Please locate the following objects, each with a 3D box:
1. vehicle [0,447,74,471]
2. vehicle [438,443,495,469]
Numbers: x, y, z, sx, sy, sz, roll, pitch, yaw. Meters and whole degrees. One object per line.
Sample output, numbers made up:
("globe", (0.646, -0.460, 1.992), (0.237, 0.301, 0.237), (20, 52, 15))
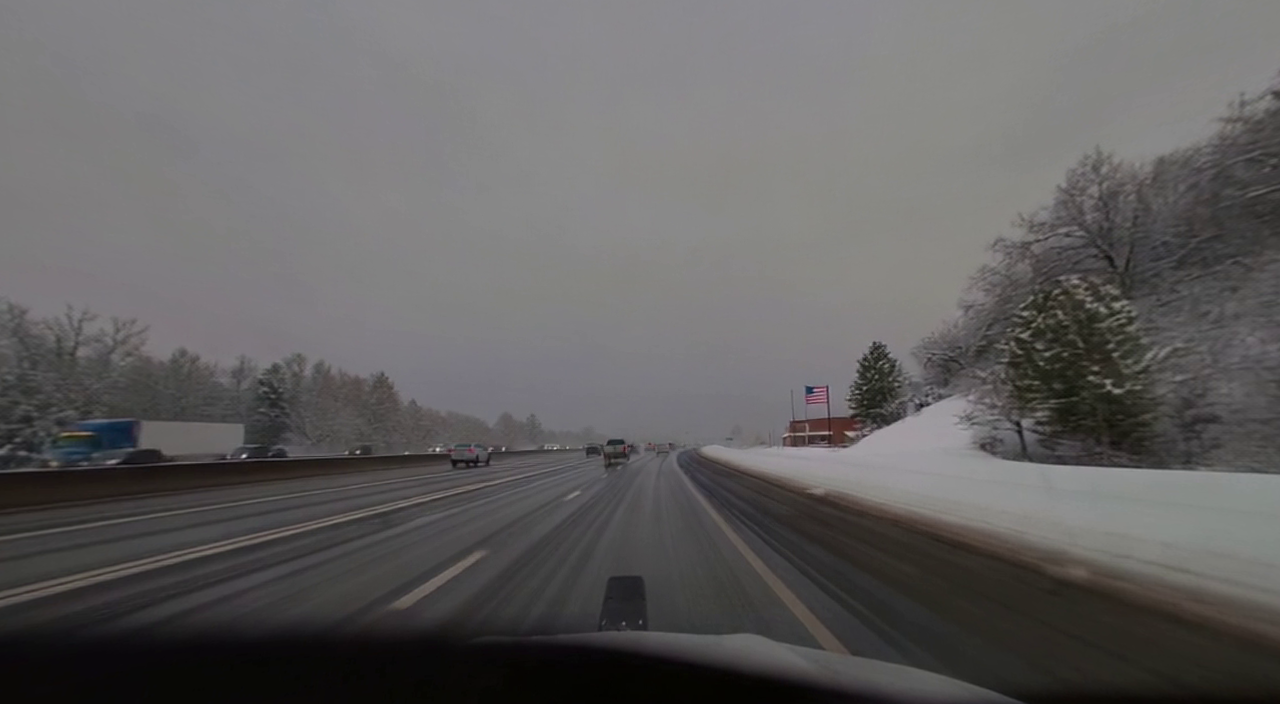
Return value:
("vehicle", (-42.032, 7.286, 43.242), (1.722, 1.465, 4.952), (0, -8, 3))
("vehicle", (-10.131, 6.103, 37.188), (1.927, 1.454, 4.395), (0, -8, 3))
